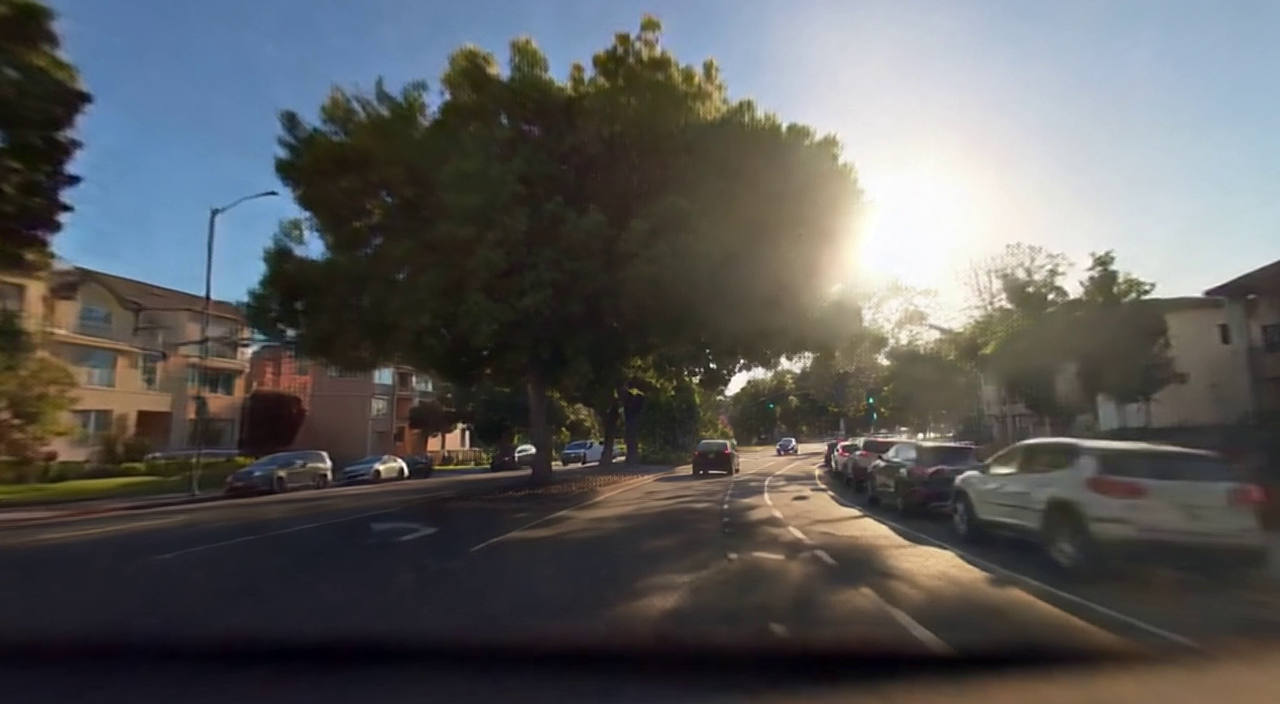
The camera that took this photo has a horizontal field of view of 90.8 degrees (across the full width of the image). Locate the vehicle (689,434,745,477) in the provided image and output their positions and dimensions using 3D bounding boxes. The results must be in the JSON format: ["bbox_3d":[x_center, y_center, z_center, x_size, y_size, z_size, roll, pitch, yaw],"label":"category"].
[{"bbox_3d":[3.449,4.495,27.642,1.852,1.680,4.488,-2,-9,14],"label":"vehicle"}]

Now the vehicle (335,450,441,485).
[{"bbox_3d":[-10.621,4.869,27.071,1.893,1.310,4.719,-1,-8,11],"label":"vehicle"}]

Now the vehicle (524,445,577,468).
[{"bbox_3d":[-6.102,7.133,43.471,1.809,1.469,4.485,-2,-9,17],"label":"vehicle"}]

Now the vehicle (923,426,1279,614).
[{"bbox_3d":[5.115,1.699,7.458,1.741,1.494,4.587,0,-8,5],"label":"vehicle"}]

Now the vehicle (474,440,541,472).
[{"bbox_3d":[-7.826,6.184,37.922,1.977,1.761,4.990,-2,-9,12],"label":"vehicle"}]

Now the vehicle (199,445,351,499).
[{"bbox_3d":[-11.632,3.809,20.586,1.918,1.508,4.353,-1,-8,8],"label":"vehicle"}]

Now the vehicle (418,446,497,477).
[{"bbox_3d":[-9.364,5.637,32.858,1.880,1.450,4.627,-2,-9,13],"label":"vehicle"}]

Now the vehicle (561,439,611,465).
[{"bbox_3d":[-4.081,7.730,49.009,2.115,1.853,4.745,-3,-9,19],"label":"vehicle"}]
